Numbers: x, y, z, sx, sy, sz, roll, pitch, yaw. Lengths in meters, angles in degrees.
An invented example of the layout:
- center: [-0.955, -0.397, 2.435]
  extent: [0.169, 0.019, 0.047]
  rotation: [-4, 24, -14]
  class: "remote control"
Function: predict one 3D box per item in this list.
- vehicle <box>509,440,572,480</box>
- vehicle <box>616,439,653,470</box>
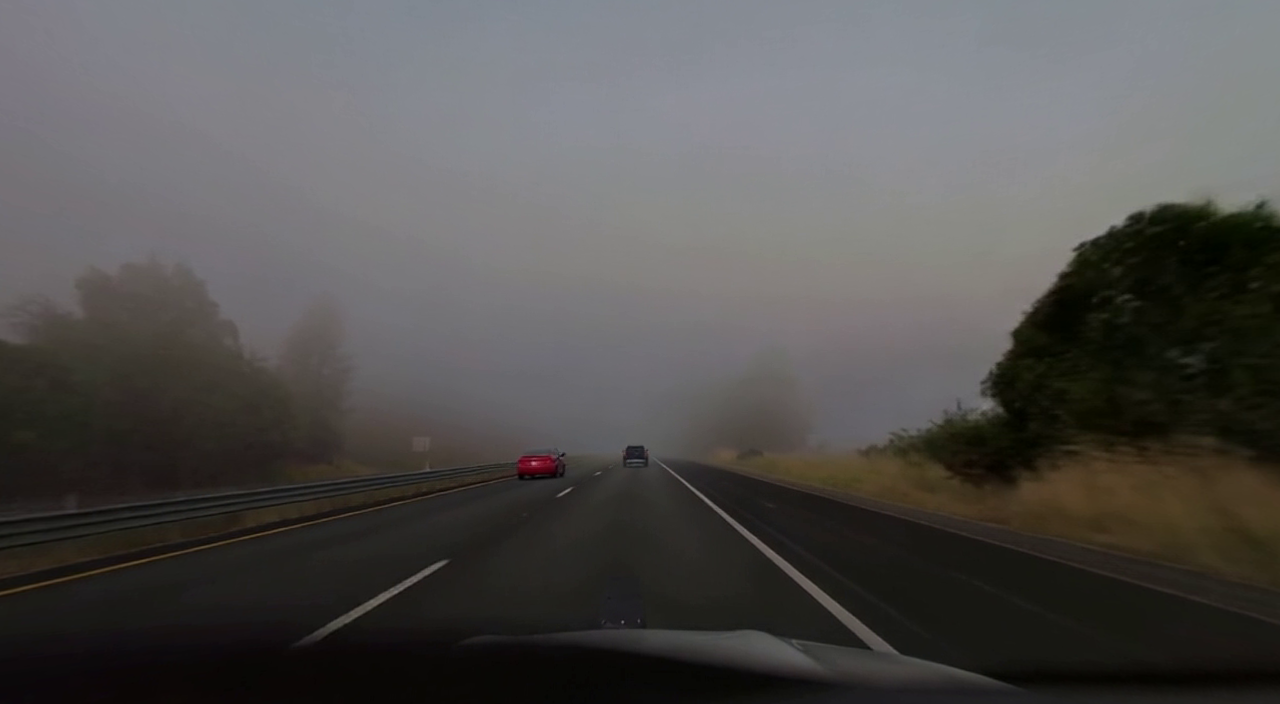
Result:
- center: [-4.394, 4.860, 28.476]
  extent: [2.113, 1.656, 4.215]
  rotation: [0, -9, 1]
  class: "vehicle"
- center: [-0.332, 6.289, 38.767]
  extent: [2.126, 1.786, 3.958]
  rotation: [0, -9, 0]
  class: "vehicle"
